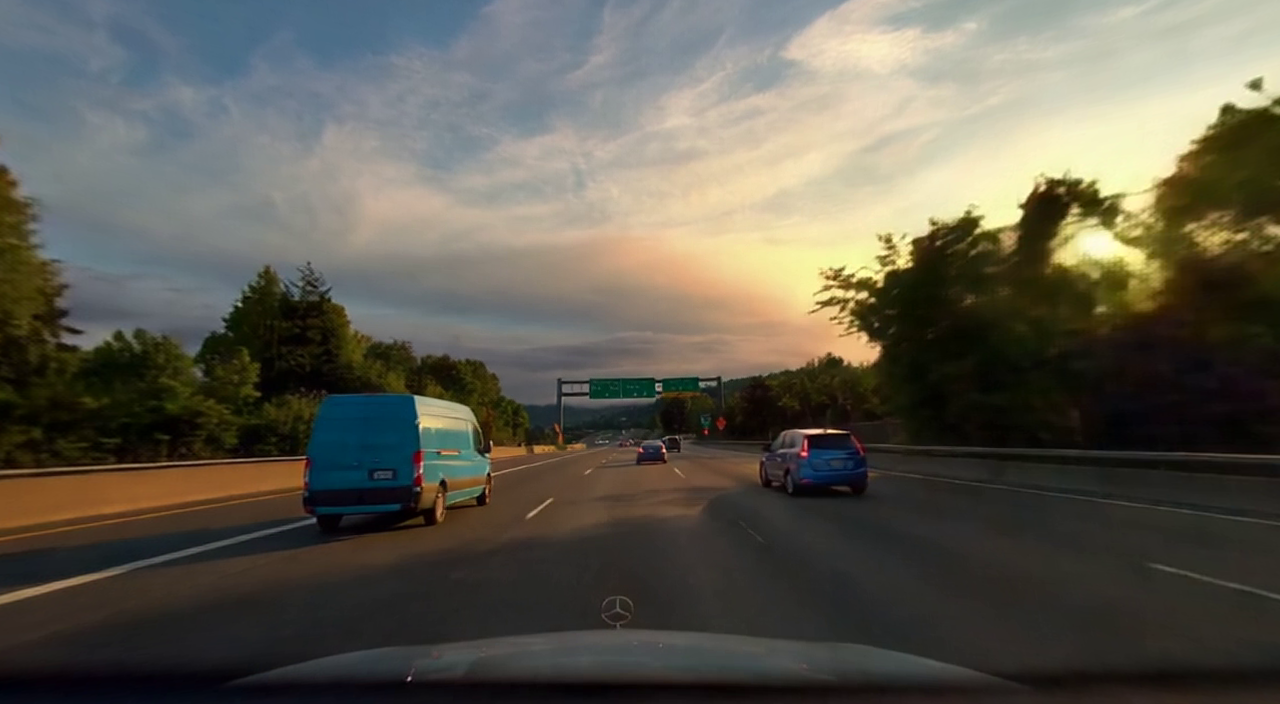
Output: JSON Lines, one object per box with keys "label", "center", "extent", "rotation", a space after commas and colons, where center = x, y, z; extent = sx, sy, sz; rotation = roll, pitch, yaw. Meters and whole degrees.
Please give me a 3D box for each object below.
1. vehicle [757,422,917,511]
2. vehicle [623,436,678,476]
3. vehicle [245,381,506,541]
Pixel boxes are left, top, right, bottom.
{"label": "vehicle", "center": [4.085, 2.426, 14.015], "extent": [1.996, 1.638, 4.496], "rotation": [0, -8, -1]}
{"label": "vehicle", "center": [0.385, 4.130, 25.348], "extent": [2.020, 1.464, 3.803], "rotation": [0, -8, 0]}
{"label": "vehicle", "center": [-3.966, 1.745, 10.758], "extent": [2.275, 2.053, 5.082], "rotation": [0, -8, -1]}
